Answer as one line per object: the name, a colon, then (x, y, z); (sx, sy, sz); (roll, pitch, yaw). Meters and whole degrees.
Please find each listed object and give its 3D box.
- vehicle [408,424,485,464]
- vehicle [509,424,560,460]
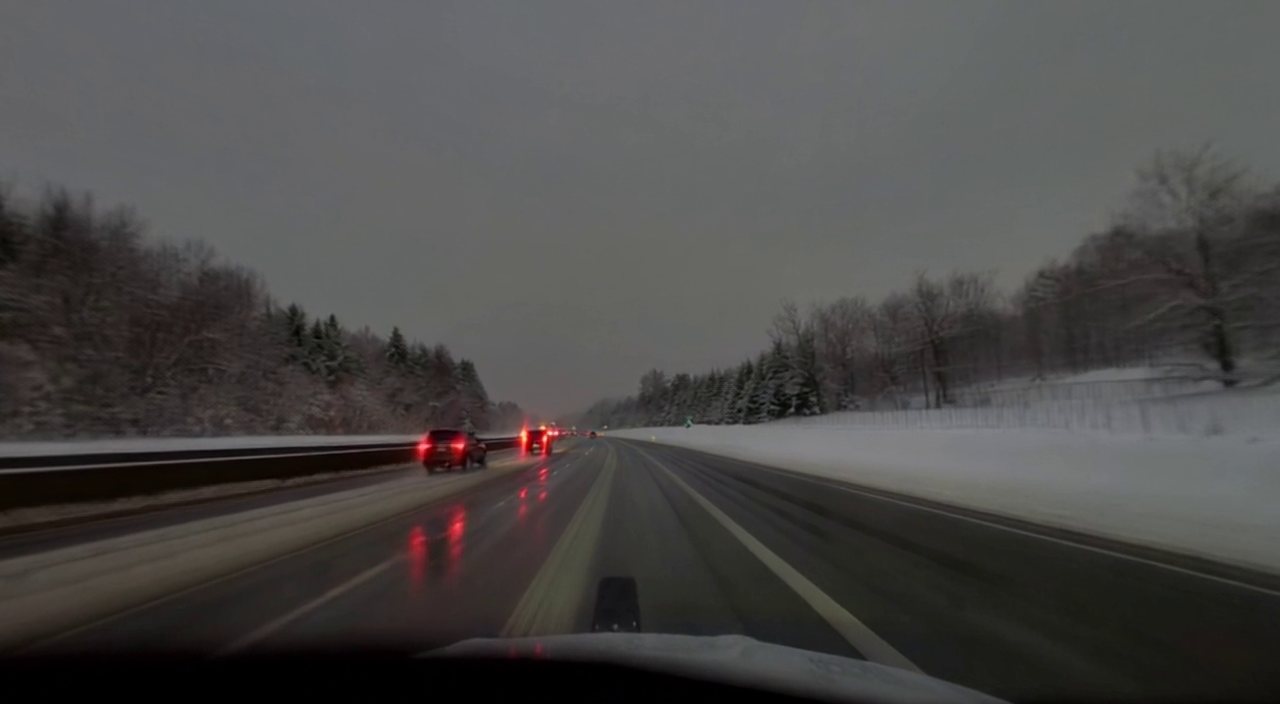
vehicle: (-8.725, 4.209, 28.813); (2.148, 1.635, 4.670); (1, -8, -1)
vehicle: (-5.374, 4.612, 32.521); (2.007, 1.727, 4.040); (0, -8, -1)
